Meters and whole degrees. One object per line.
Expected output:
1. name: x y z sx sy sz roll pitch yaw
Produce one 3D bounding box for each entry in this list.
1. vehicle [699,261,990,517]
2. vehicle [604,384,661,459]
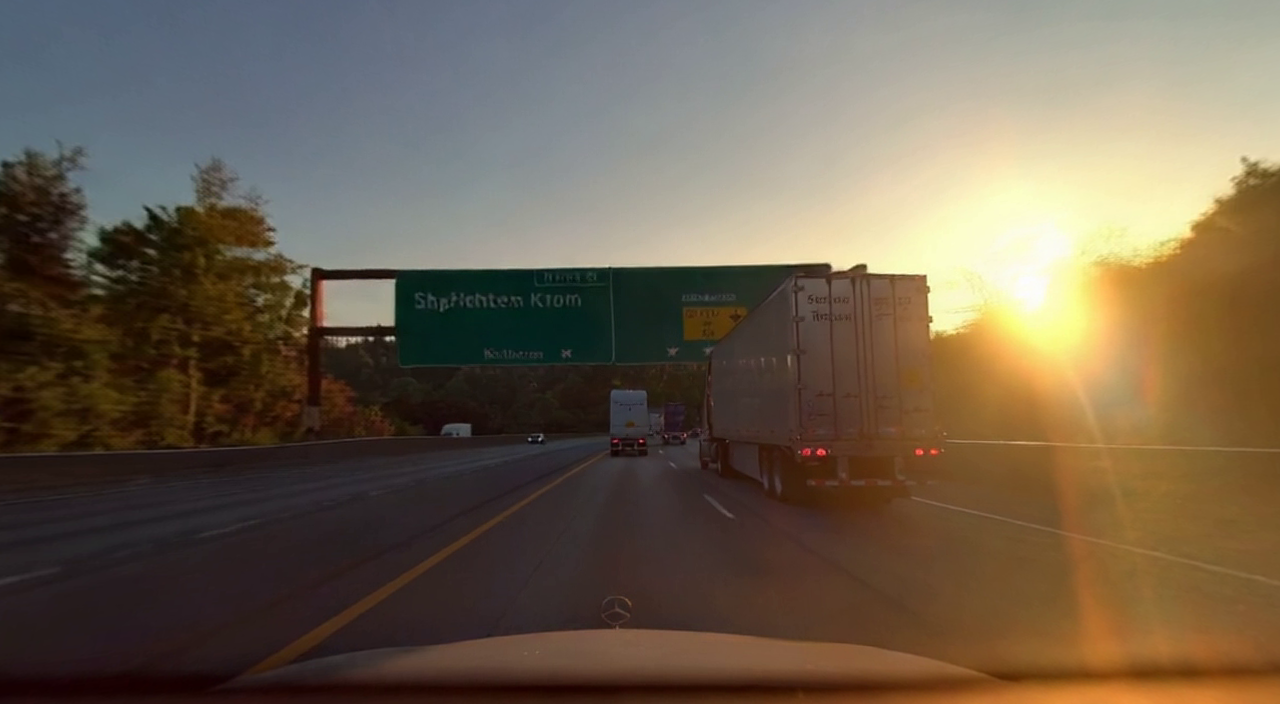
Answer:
1. vehicle: 3.937 1.512 17.411 2.856 4.145 14.500 0 -8 -1
2. vehicle: -0.462 4.322 38.108 2.958 3.917 10.196 0 -8 -1
